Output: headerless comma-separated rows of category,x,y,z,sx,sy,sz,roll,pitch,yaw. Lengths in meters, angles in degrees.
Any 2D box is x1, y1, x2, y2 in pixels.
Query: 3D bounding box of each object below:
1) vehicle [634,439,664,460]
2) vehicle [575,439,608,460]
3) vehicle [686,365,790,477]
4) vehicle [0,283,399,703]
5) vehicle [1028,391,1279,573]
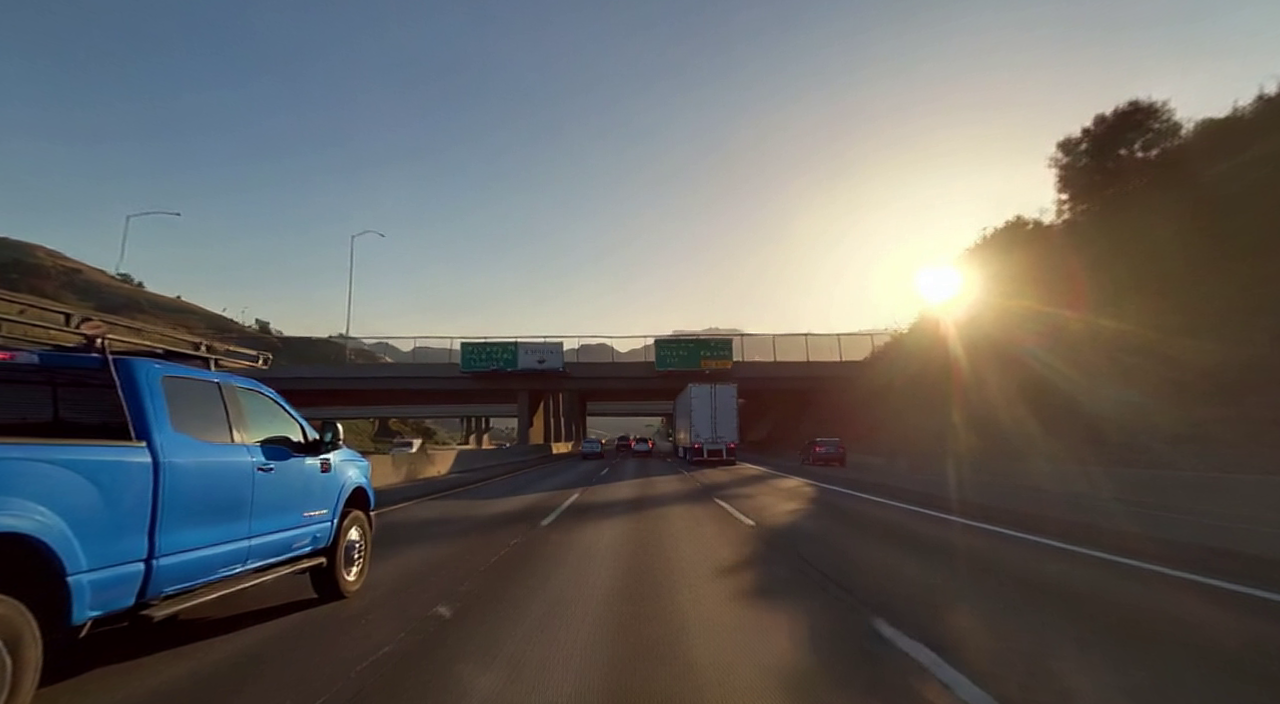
vehicle,0.626,7.134,46.364,2.092,1.446,4.092,0,-8,0
vehicle,-3.524,7.192,46.473,2.077,1.446,4.106,0,-8,0
vehicle,3.974,3.401,29.135,2.885,4.036,12.891,0,-8,1
vehicle,-4.050,0.915,3.868,2.599,2.054,6.288,0,-8,1
vehicle,7.061,1.441,7.433,1.999,1.700,4.640,0,-8,0
